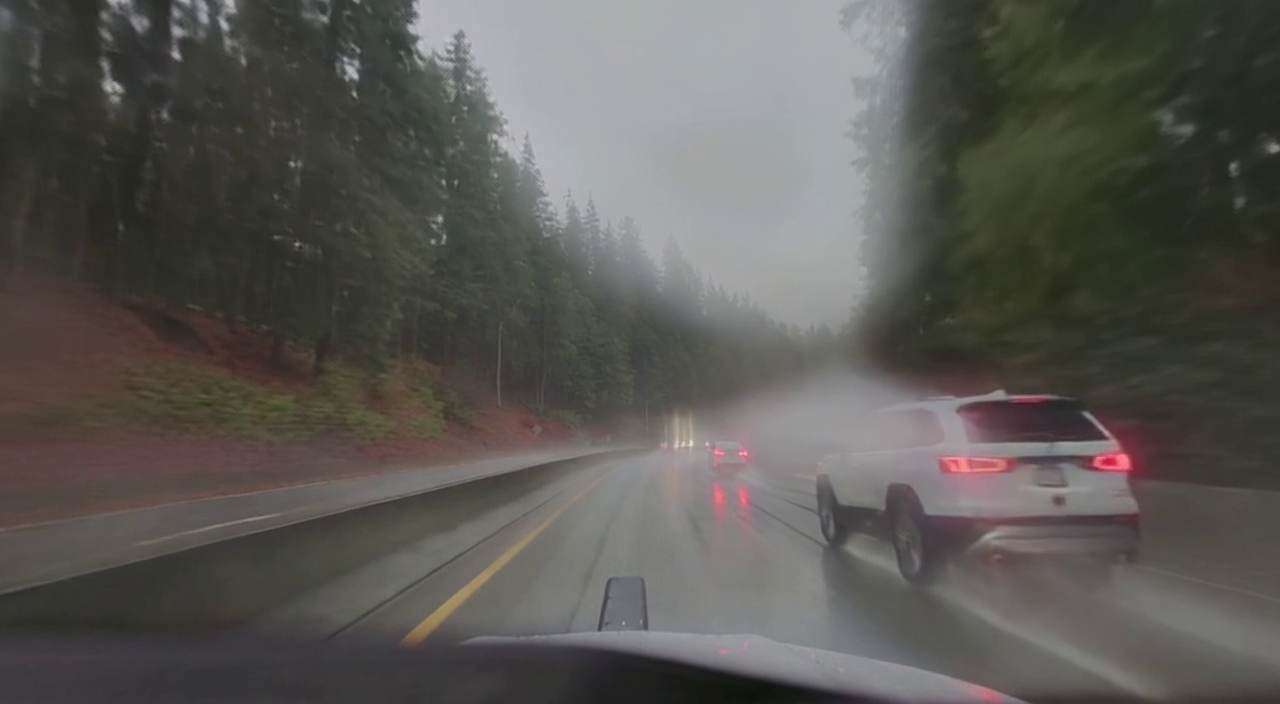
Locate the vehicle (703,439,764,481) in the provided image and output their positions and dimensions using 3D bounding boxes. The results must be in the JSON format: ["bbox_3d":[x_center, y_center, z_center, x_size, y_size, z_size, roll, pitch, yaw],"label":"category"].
[{"bbox_3d":[4.049,4.774,28.189,2.112,1.708,4.380,0,-8,1],"label":"vehicle"}]

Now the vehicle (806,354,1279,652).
[{"bbox_3d":[3.541,1.309,6.516,2.270,1.897,4.822,0,-8,0],"label":"vehicle"}]
